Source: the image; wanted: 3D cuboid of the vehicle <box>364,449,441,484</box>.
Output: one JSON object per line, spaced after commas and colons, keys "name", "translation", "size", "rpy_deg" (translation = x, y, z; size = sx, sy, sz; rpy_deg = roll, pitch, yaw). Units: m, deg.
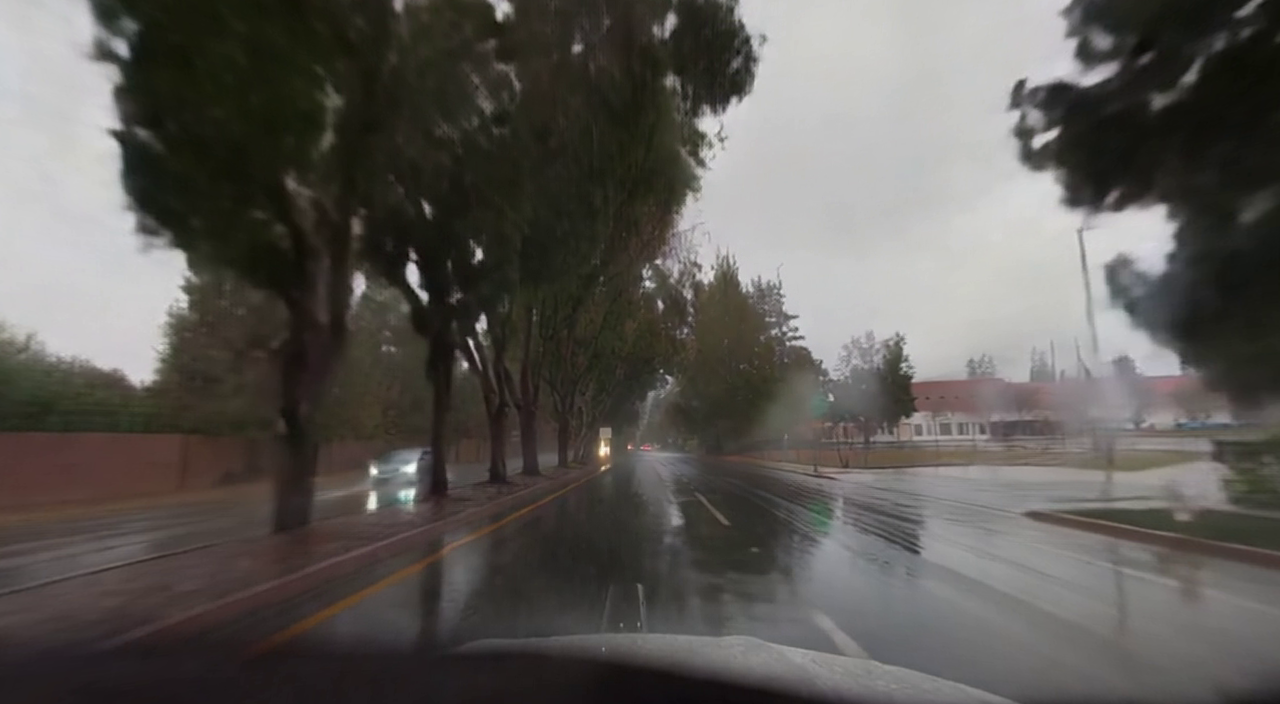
{"name": "vehicle", "translation": [-10.834, 5.248, 29.208], "size": [1.825, 1.473, 4.357], "rpy_deg": [0, -9, 1]}
